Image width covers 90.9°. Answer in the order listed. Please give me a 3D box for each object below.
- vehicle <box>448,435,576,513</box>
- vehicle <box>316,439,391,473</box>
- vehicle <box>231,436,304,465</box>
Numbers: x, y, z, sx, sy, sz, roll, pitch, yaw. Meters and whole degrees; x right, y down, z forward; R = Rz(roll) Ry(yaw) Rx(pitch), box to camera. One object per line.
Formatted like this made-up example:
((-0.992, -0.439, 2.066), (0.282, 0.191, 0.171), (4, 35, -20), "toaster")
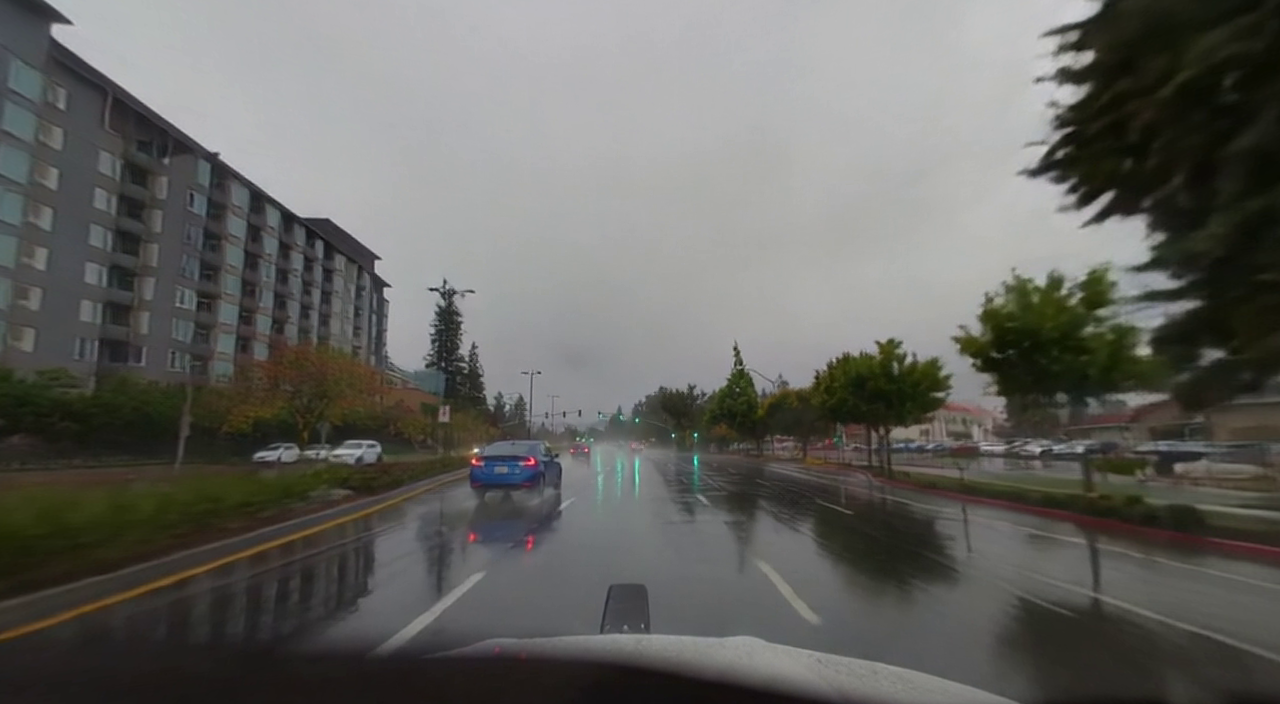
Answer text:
((-2.833, 2.790, 15.040), (2.009, 1.489, 4.543), (-2, -8, 1), "vehicle")
((-15.922, 5.767, 35.366), (2.055, 1.757, 4.724), (0, -8, -2), "vehicle")
((-26.631, 7.087, 45.318), (2.207, 1.909, 4.831), (1, -9, 0), "vehicle")
